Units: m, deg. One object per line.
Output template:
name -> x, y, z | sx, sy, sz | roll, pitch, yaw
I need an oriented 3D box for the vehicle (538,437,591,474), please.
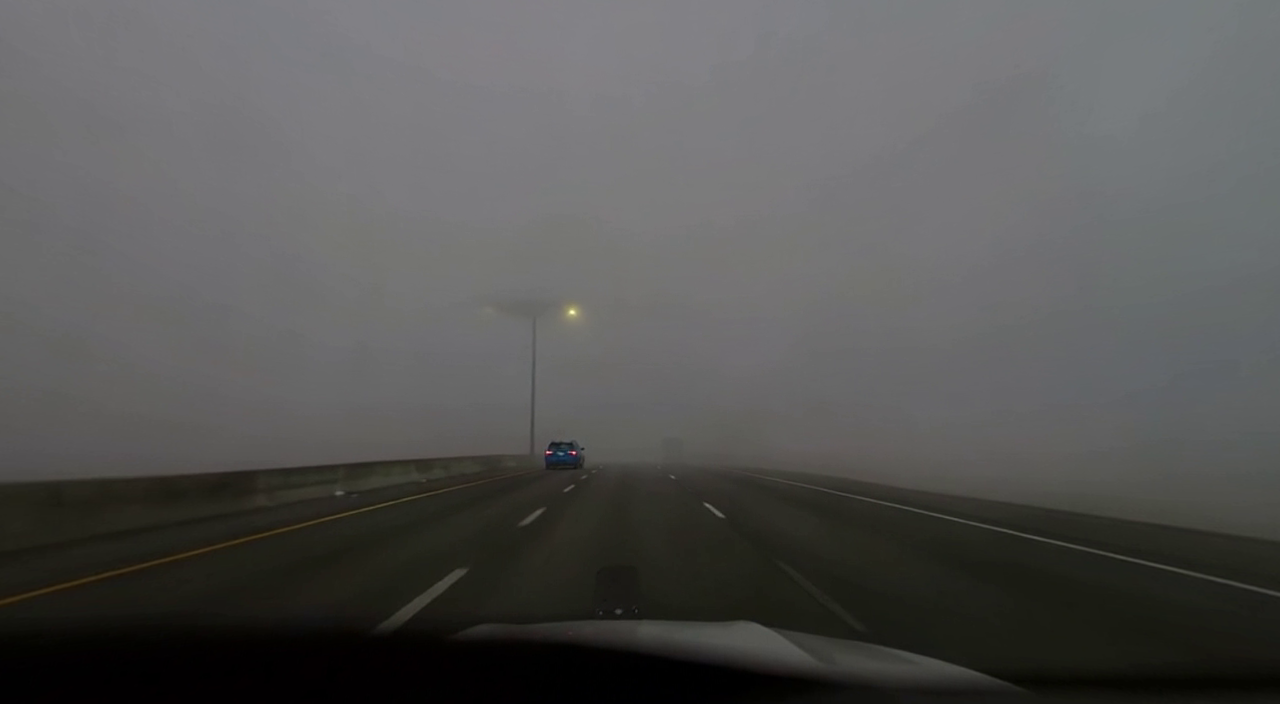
vehicle -> -3.972, 5.536, 34.007 | 2.205, 1.773, 5.124 | 0, -9, 0
